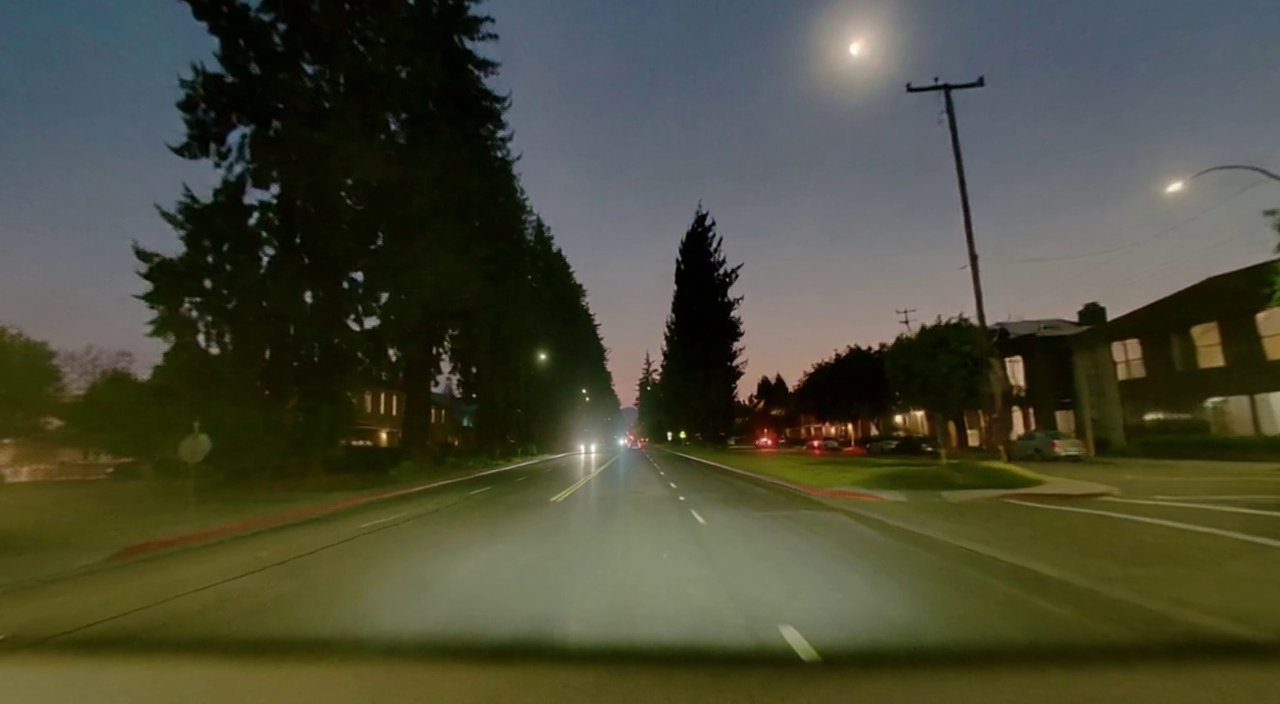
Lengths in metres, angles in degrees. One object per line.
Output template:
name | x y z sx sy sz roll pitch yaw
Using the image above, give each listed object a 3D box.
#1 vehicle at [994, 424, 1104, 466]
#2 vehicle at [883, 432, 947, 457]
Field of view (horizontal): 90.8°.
vehicle | 18.195 4.180 28.412 1.936 1.722 4.562 0 -8 1
vehicle | 17.746 5.994 41.005 1.813 1.464 4.925 0 -8 -2
